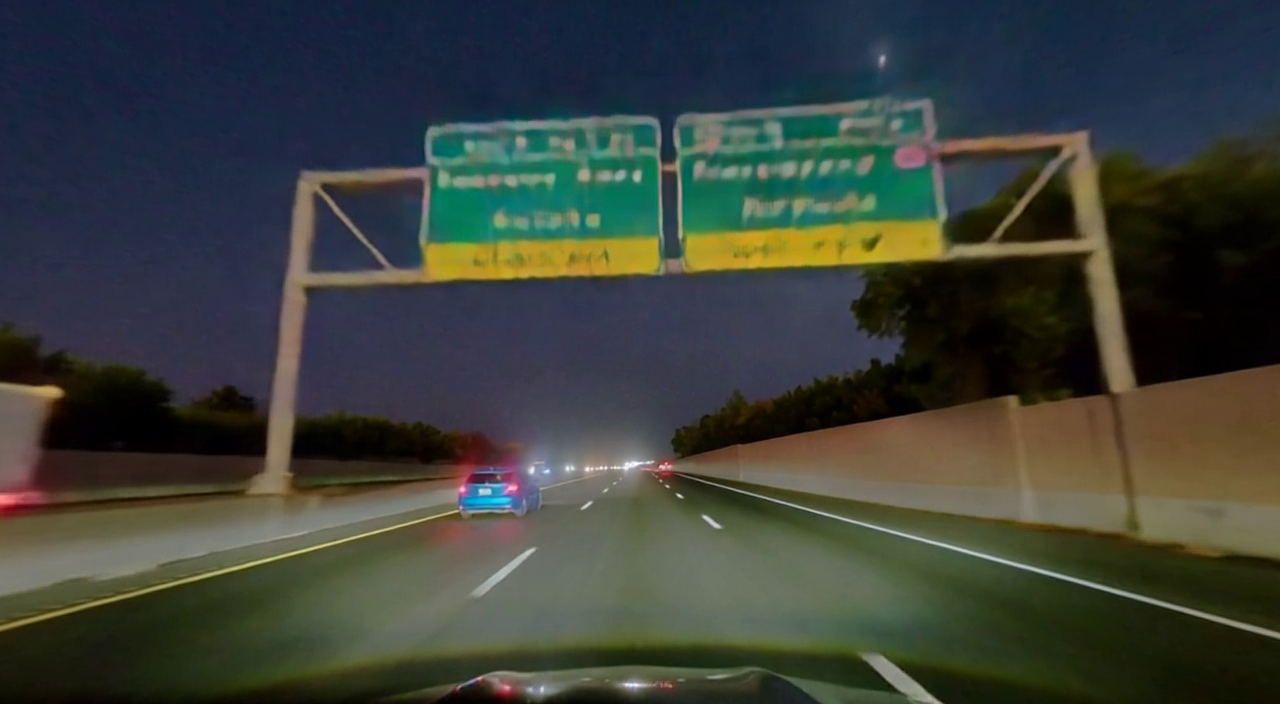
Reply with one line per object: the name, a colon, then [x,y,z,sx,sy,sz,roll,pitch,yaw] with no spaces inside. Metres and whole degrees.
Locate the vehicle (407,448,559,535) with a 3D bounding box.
vehicle: [-3.064,2.889,13.455,2.045,1.487,4.582,1,-10,0]
